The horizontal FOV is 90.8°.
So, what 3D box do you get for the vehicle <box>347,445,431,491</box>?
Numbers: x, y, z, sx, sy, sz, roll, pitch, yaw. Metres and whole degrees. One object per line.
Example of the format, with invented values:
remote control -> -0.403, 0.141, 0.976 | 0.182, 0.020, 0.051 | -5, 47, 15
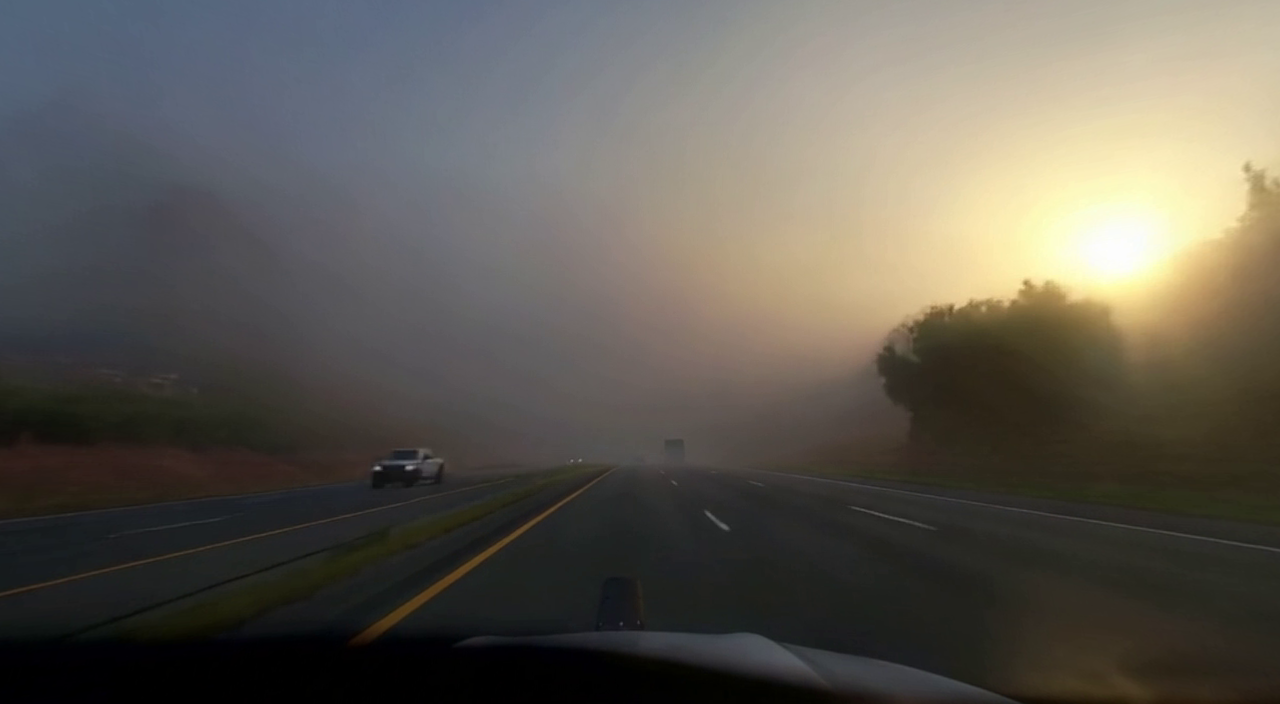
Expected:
vehicle -> -12.013, 5.537, 30.600 | 2.112, 2.012, 4.787 | 0, -9, 0
